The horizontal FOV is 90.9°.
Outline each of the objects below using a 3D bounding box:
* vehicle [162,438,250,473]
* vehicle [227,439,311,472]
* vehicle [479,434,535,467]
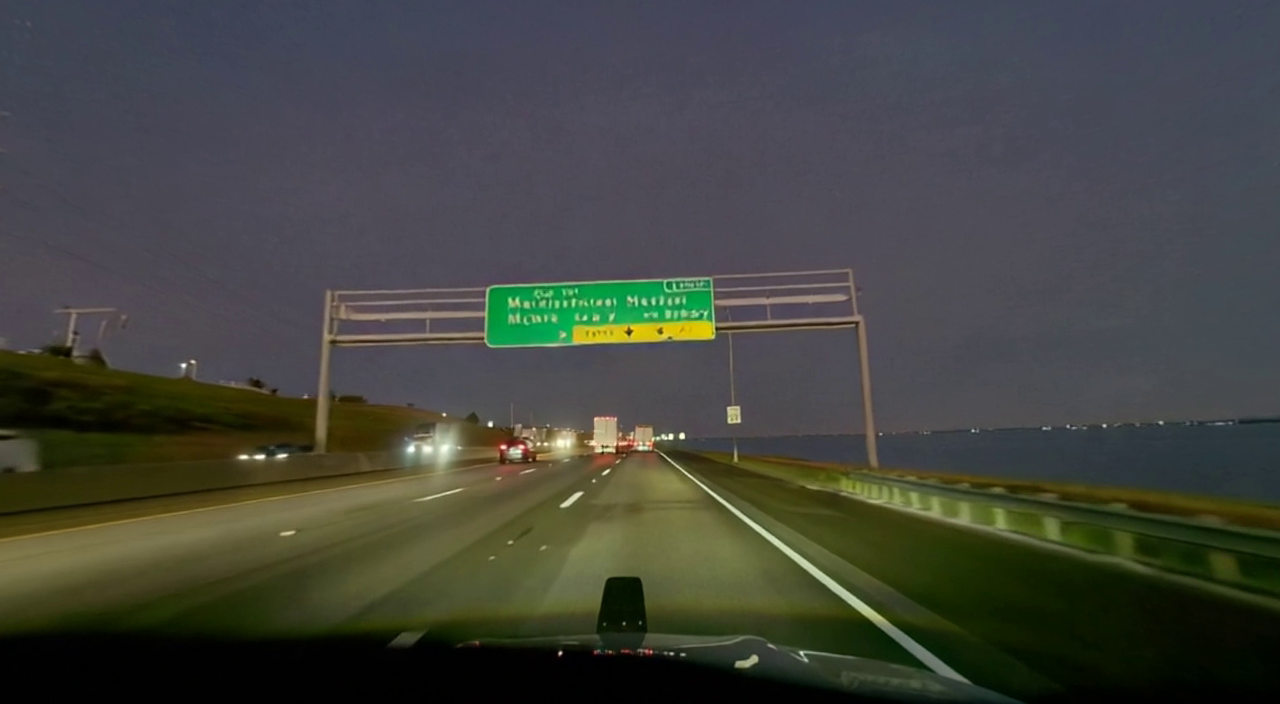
[{"bbox_3d":[-24.331,5.797,35.590,1.870,1.814,4.313,0,-8,0],"label":"vehicle"},{"bbox_3d":[-18.706,5.220,32.035,1.842,1.522,4.131,0,-8,-2],"label":"vehicle"},{"bbox_3d":[-7.556,5.637,36.296,2.192,1.762,4.559,0,-8,1],"label":"vehicle"}]
